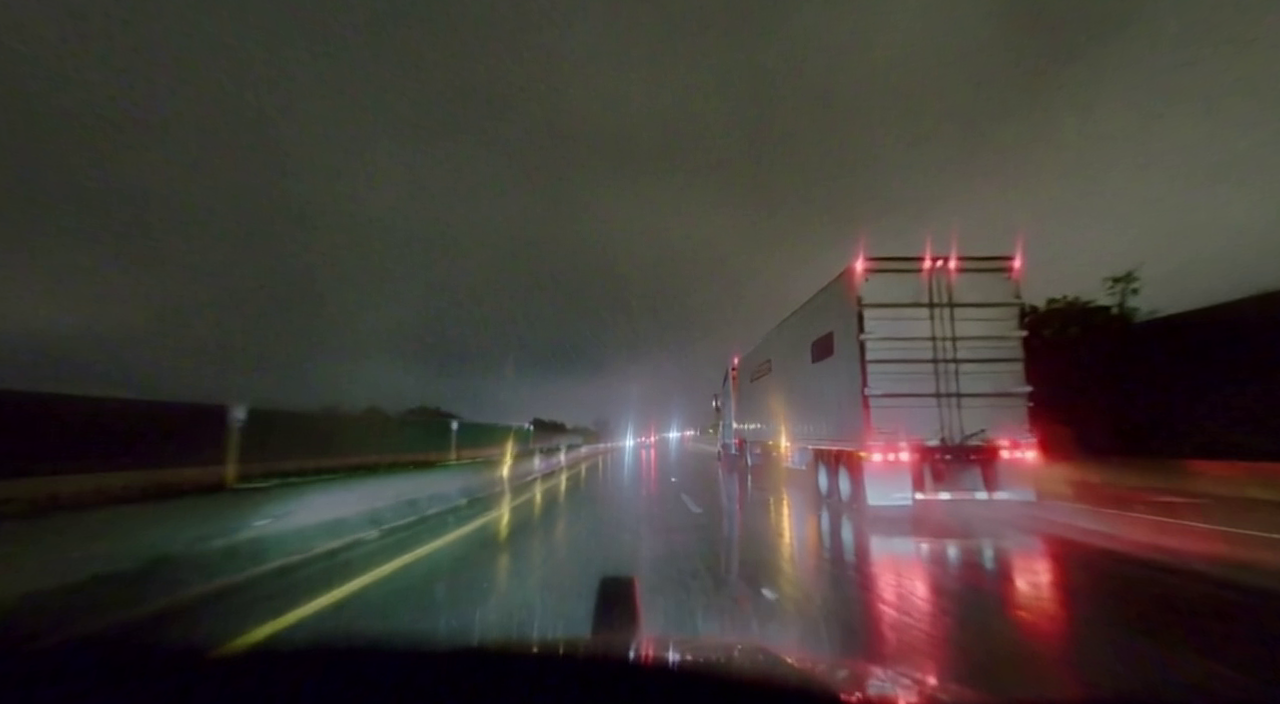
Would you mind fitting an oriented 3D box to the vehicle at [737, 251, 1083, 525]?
[{"bbox_3d":[4.963,1.384,16.034,2.966,4.072,13.408,0,-8,0],"label":"vehicle"}]
